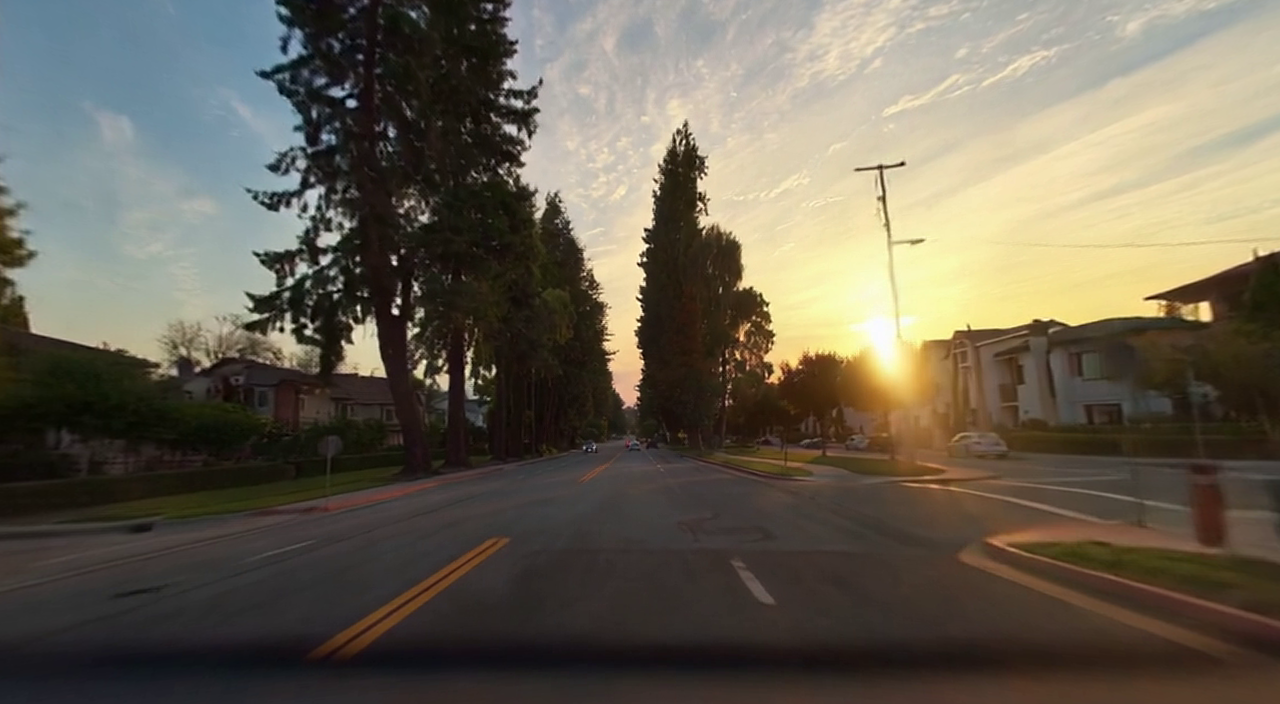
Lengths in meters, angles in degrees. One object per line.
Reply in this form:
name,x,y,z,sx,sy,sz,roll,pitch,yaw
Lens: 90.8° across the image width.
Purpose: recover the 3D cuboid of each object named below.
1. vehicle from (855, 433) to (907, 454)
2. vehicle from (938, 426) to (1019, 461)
vehicle,17.780,6.784,46.883,1.813,1.464,4.925,0,-9,-2
vehicle,18.224,4.977,34.288,1.936,1.722,4.562,0,-9,1
